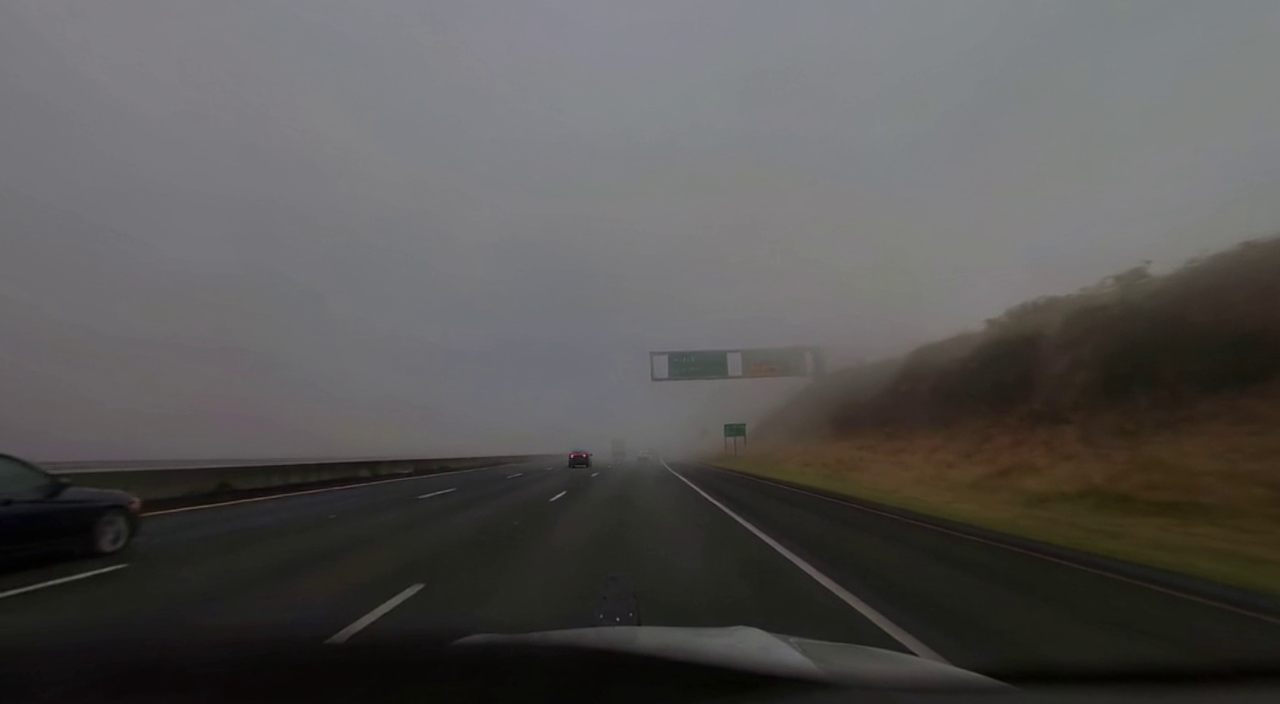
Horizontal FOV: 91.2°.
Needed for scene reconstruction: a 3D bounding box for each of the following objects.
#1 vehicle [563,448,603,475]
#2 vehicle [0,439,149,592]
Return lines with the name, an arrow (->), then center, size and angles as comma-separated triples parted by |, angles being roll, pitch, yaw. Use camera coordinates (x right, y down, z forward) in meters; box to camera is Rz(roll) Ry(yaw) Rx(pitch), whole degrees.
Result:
vehicle -> -3.246, 6.303, 36.287 | 1.895, 1.482, 3.852 | 0, -9, 1
vehicle -> -7.686, 1.652, 6.180 | 2.069, 1.566, 4.480 | 0, -9, -1
